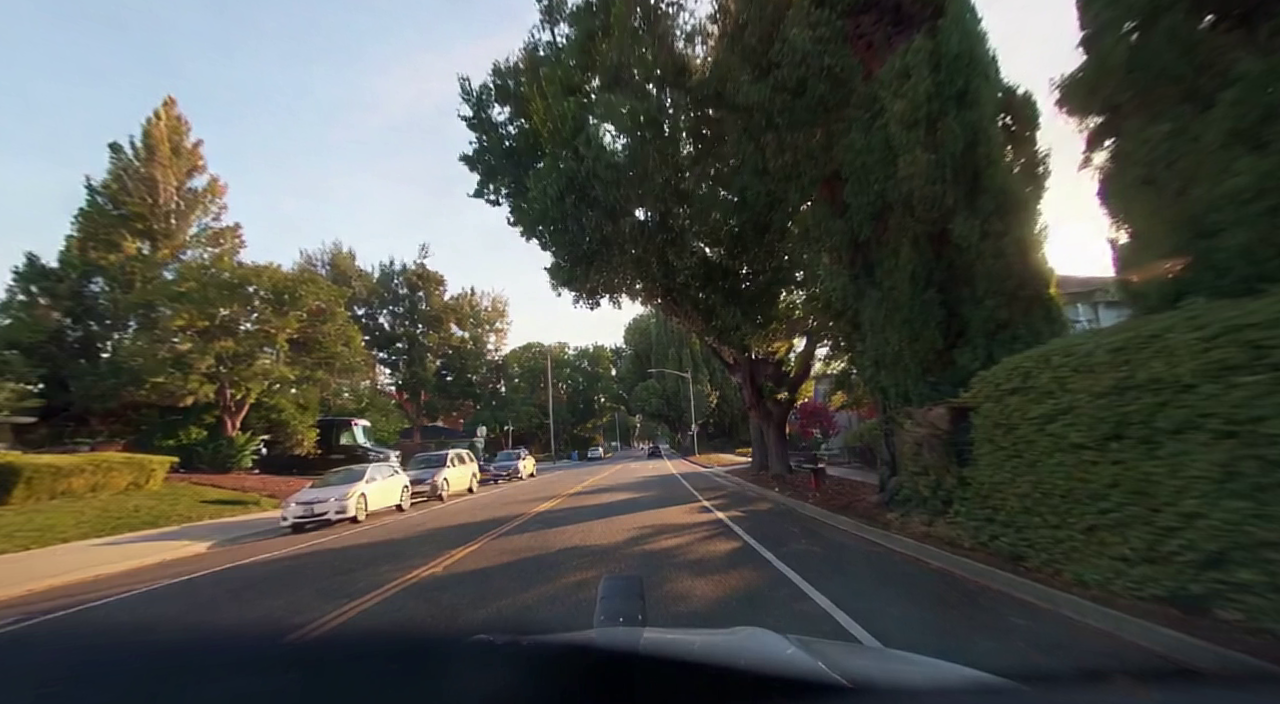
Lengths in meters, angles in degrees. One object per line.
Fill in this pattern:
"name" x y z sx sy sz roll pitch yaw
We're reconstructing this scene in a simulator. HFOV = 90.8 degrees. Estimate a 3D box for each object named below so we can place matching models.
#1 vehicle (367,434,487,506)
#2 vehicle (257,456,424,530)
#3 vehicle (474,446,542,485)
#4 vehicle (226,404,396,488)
"vehicle" -6.781 3.851 20.833 2.012 1.902 5.437 -4 -10 1
"vehicle" -7.051 3.322 15.458 1.960 1.486 4.217 -1 -9 1
"vehicle" -6.461 5.629 31.680 1.984 1.732 5.628 -1 -9 2
"vehicle" -13.985 4.065 27.130 6.042 3.086 2.589 -5 -9 9
